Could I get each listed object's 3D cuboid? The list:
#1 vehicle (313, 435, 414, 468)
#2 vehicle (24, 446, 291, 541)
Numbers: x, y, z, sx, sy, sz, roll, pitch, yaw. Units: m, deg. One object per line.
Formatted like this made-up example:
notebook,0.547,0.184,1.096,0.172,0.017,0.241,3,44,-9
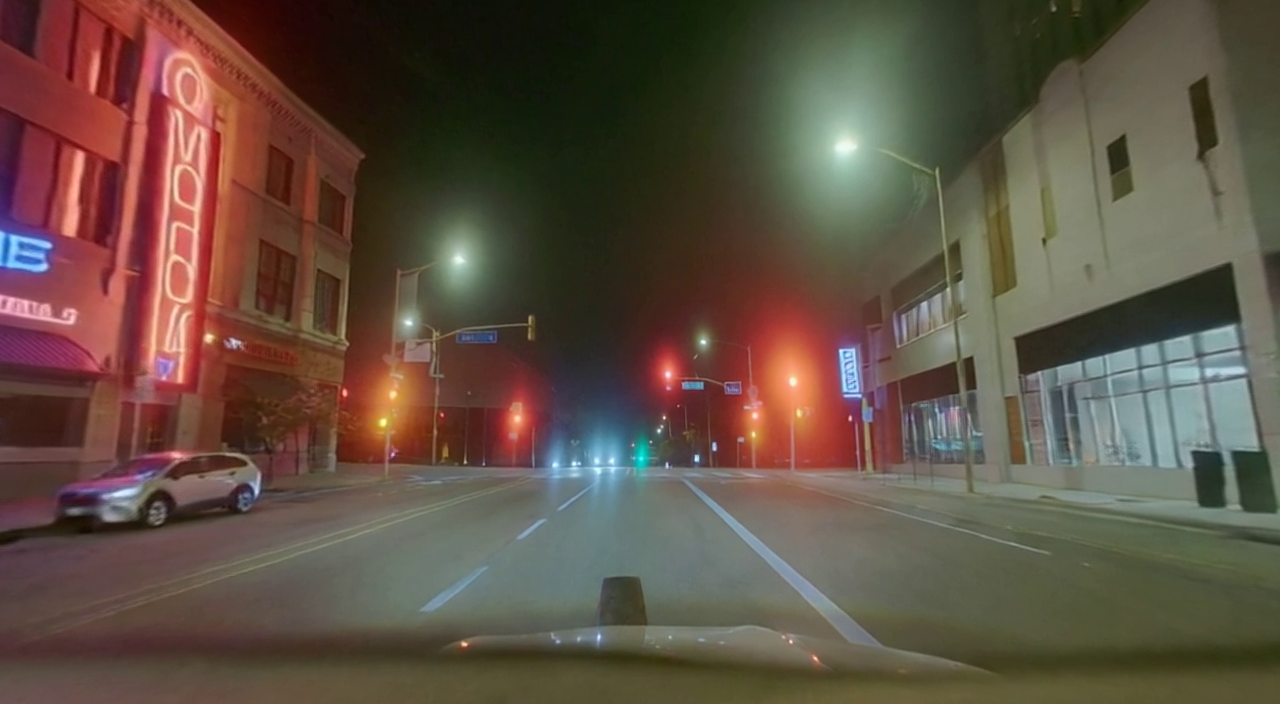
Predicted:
vehicle,-17.515,6.298,40.045,5.376,1.994,2.196,-1,-8,8
vehicle,-9.287,2.691,12.785,1.908,1.529,4.522,0,-8,-1
